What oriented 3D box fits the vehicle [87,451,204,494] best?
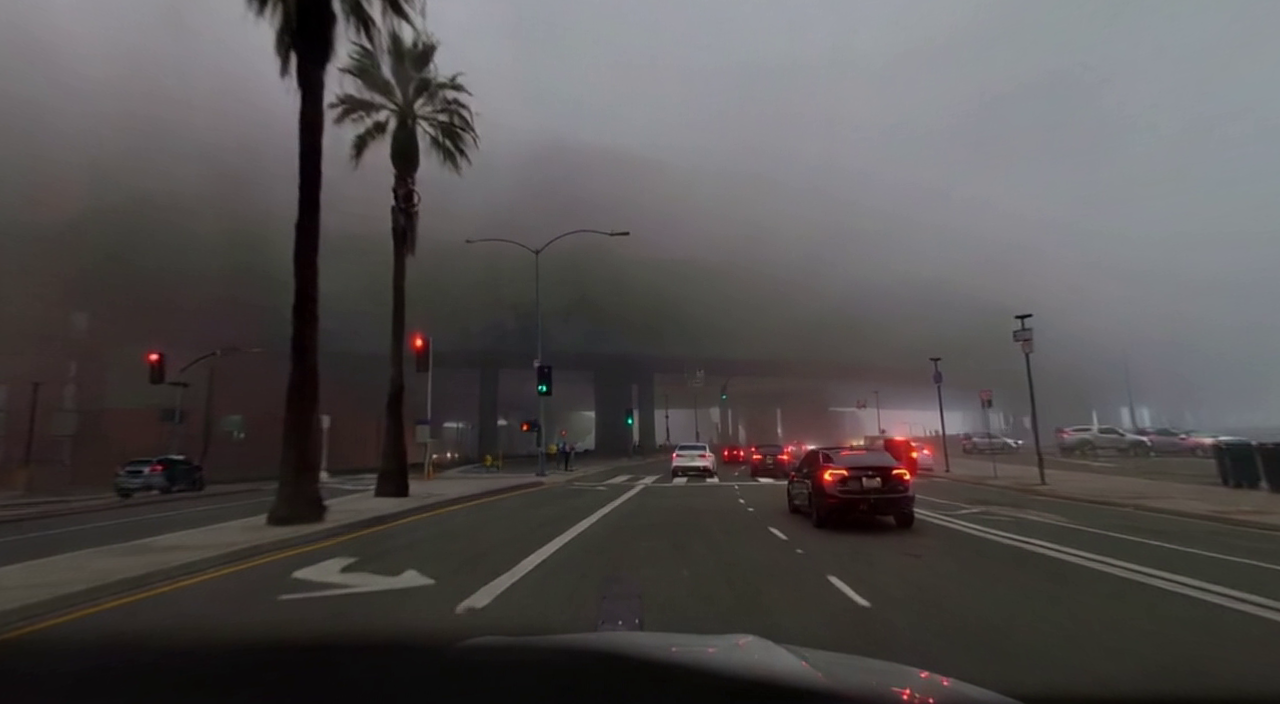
[{"bbox_3d":[-23.910,5.802,30.703,2.106,1.791,4.618,-1,-9,-3],"label":"vehicle"}]

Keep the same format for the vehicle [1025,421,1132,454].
[{"bbox_3d":[29.364,5.757,42.236,5.771,2.019,2.293,0,-9,-10],"label":"vehicle"}]

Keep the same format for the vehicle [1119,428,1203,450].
[{"bbox_3d":[35.973,6.023,43.501,4.535,1.480,1.882,1,-9,-11],"label":"vehicle"}]

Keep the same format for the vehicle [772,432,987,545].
[{"bbox_3d":[3.773,2.238,11.063,2.051,1.509,4.933,-1,-9,3],"label":"vehicle"}]

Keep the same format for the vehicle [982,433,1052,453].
[{"bbox_3d":[29.863,7.228,49.904,4.487,1.474,1.943,1,-9,-10],"label":"vehicle"}]

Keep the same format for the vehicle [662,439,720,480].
[{"bbox_3d":[2.160,4.375,25.761,2.077,1.518,3.760,-2,-9,9],"label":"vehicle"}]

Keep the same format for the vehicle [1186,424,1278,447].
[{"bbox_3d":[42.137,5.933,44.798,5.097,1.557,1.900,1,-9,-9],"label":"vehicle"}]

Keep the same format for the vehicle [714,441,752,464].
[{"bbox_3d":[6.599,7.092,44.413,2.134,1.492,4.674,-3,-9,14],"label":"vehicle"}]
